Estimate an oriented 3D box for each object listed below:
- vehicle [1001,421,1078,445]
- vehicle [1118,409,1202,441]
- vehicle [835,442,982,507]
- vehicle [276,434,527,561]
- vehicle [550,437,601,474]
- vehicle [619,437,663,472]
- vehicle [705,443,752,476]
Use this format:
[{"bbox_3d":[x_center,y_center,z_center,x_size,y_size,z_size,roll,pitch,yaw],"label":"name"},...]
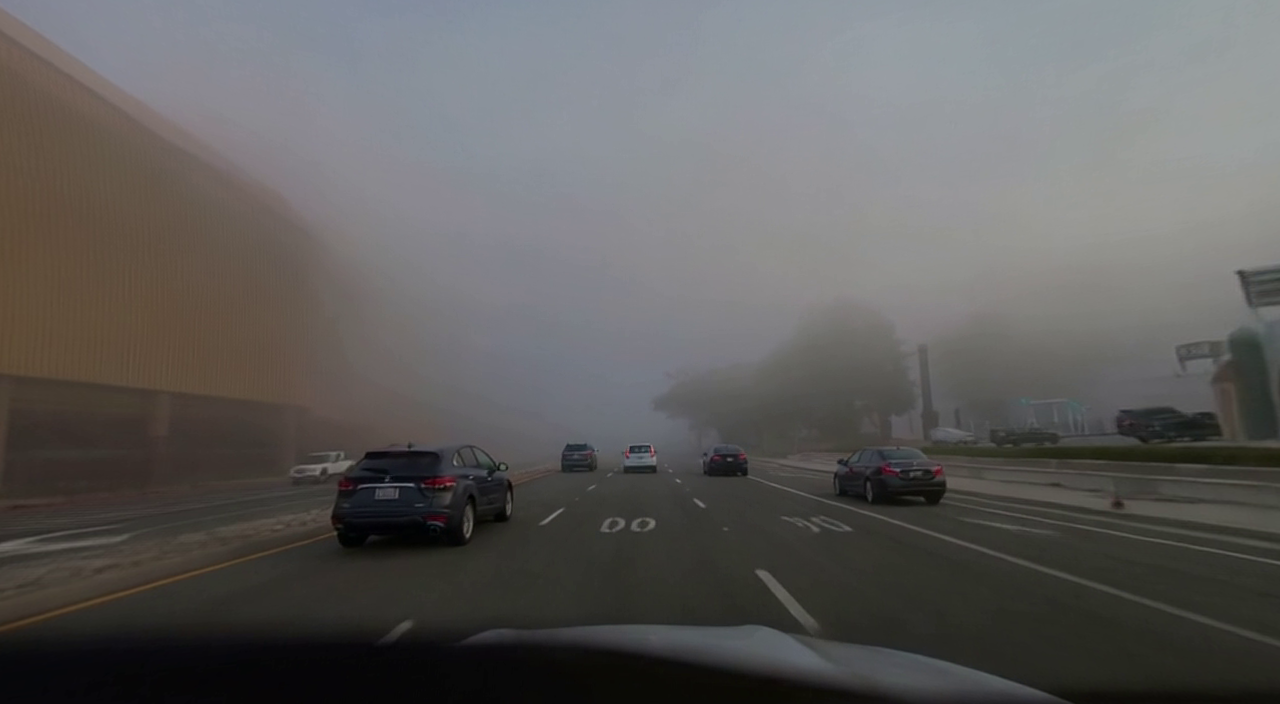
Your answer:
[{"bbox_3d":[26.201,5.334,41.311,4.674,1.489,2.008,4,-10,-26],"label":"vehicle"},{"bbox_3d":[26.459,3.758,32.020,4.617,1.459,1.819,5,-10,-33],"label":"vehicle"},{"bbox_3d":[6.890,3.162,16.803,1.865,1.458,4.605,0,-9,0],"label":"vehicle"},{"bbox_3d":[-3.226,2.064,9.731,2.095,1.486,4.411,0,-9,1],"label":"vehicle"},{"bbox_3d":[-3.295,5.448,33.276,2.117,1.799,4.442,0,-9,1],"label":"vehicle"},{"bbox_3d":[0.052,5.747,35.466,2.304,1.795,4.526,0,-9,0],"label":"vehicle"},{"bbox_3d":[4.251,5.227,30.866,1.884,1.458,4.245,-1,-9,3],"label":"vehicle"}]
